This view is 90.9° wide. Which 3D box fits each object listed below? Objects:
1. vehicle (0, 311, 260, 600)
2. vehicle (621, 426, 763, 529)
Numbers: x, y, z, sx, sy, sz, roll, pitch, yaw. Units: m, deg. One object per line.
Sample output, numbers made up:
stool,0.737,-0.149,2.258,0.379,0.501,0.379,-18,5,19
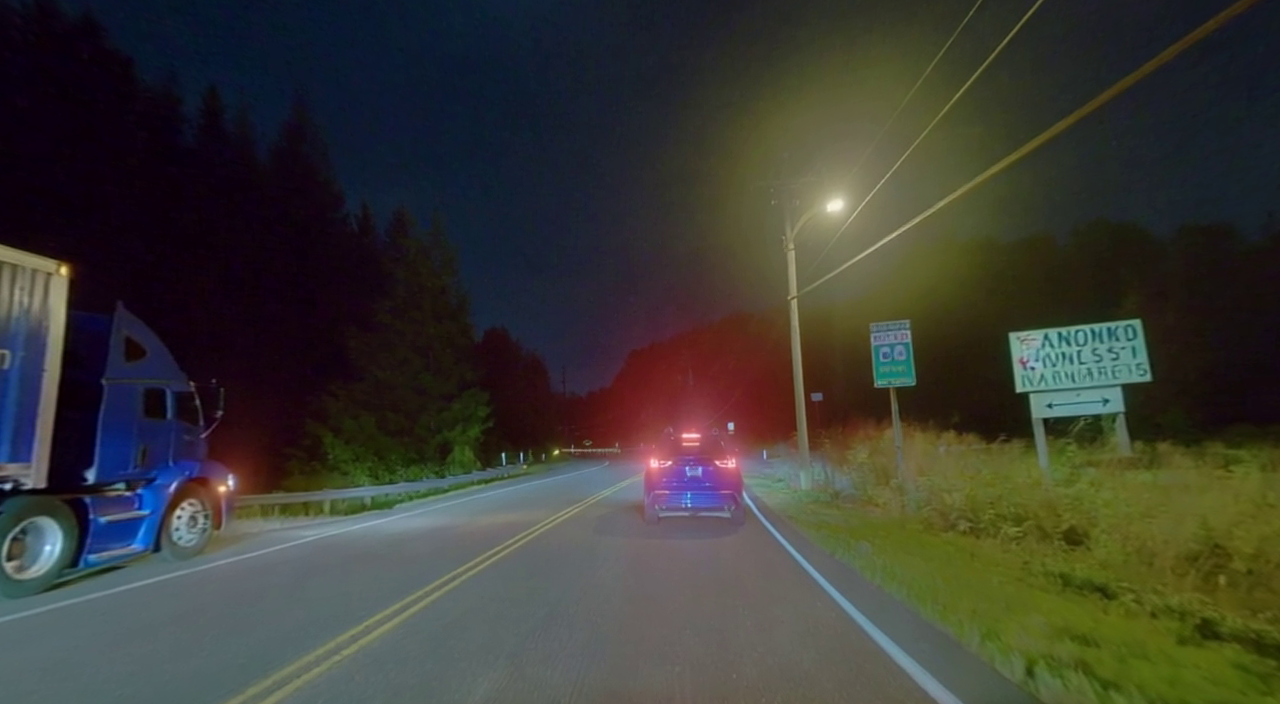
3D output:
vehicle,-8.518,1.264,6.829,3.395,3.071,7.634,-7,-6,7
vehicle,0.798,2.135,11.222,2.081,1.503,3.726,0,-8,1
